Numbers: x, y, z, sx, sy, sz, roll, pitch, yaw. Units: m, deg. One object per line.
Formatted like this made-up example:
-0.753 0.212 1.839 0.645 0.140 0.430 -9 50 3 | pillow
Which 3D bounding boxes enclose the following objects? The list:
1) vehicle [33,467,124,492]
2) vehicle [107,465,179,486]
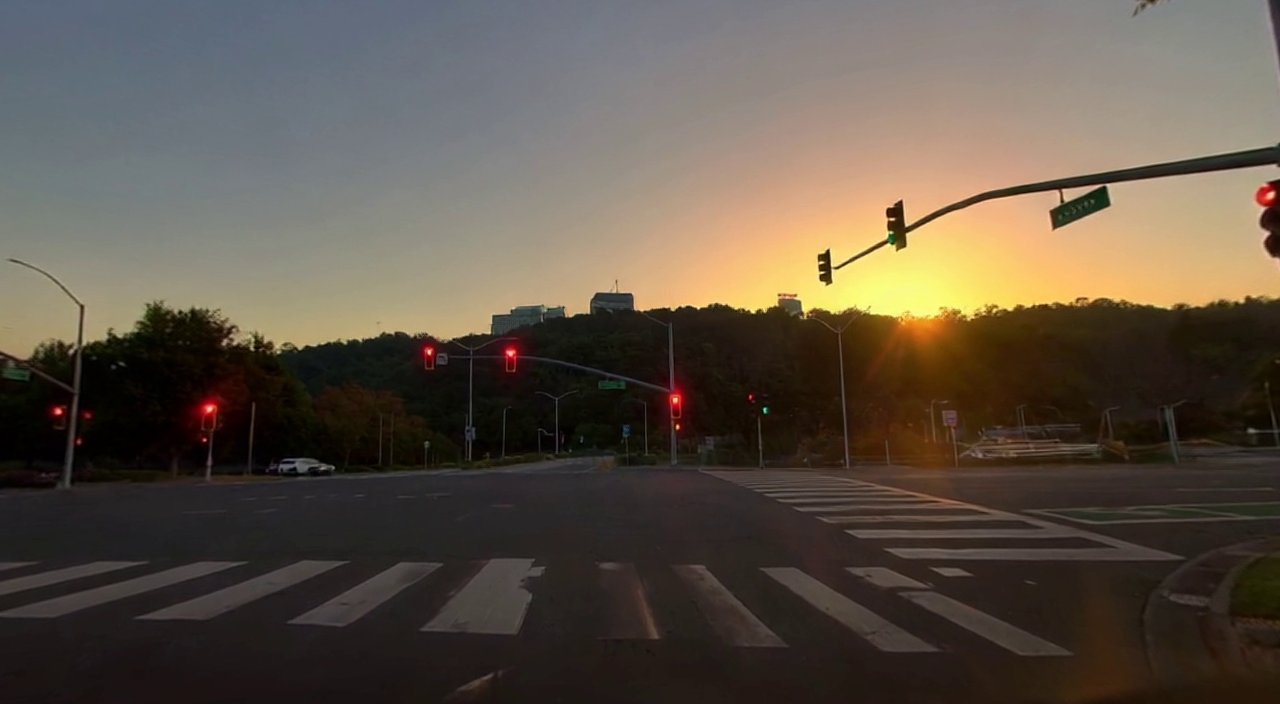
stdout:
-36.141 8.212 40.605 4.241 1.413 1.673 -1 -8 -1 | vehicle
-35.908 8.926 45.584 3.681 1.423 1.680 0 -8 0 | vehicle
